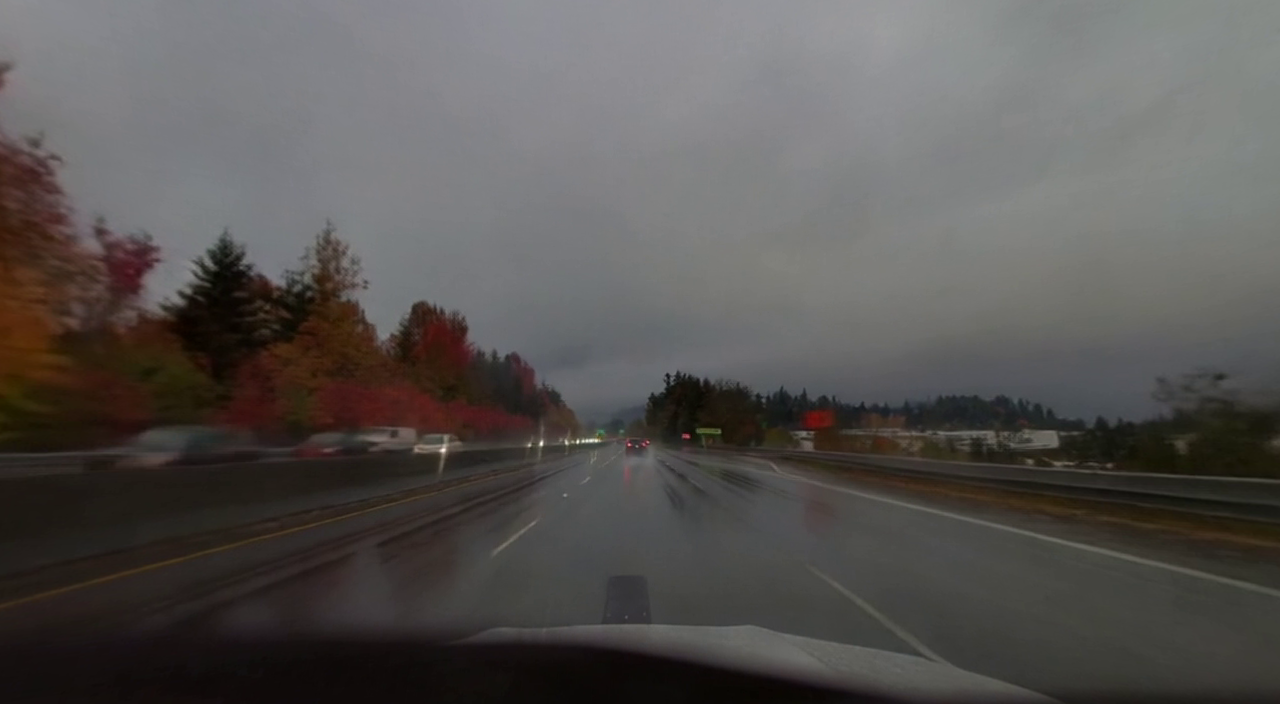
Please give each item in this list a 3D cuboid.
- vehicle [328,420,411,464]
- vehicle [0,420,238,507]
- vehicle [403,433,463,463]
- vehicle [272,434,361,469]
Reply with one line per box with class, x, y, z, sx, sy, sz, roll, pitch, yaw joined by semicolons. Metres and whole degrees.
vehicle;-15.030;5.056;35.323;2.385;2.253;4.845;0;-8;1
vehicle;-11.365;2.342;13.707;1.969;1.544;4.758;0;-8;1
vehicle;-11.521;5.351;35.254;1.959;1.551;4.049;0;-8;0
vehicle;-14.995;4.625;29.434;1.818;1.470;4.393;0;-8;0
